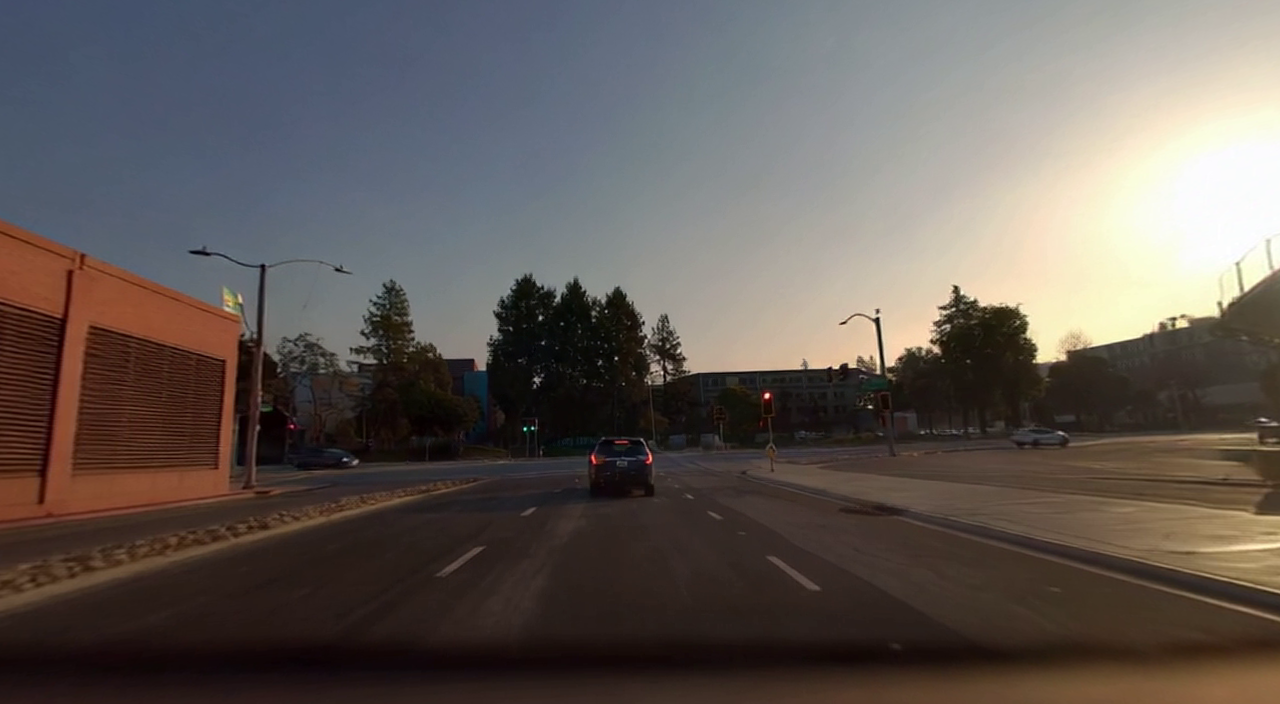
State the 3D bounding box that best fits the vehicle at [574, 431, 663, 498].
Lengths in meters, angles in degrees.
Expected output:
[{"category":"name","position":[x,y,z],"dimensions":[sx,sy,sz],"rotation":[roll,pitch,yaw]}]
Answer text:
[{"category":"vehicle","position":[-0.582,3.147,18.072],"dimensions":[2.218,1.657,4.551],"rotation":[0,-9,-1]}]
